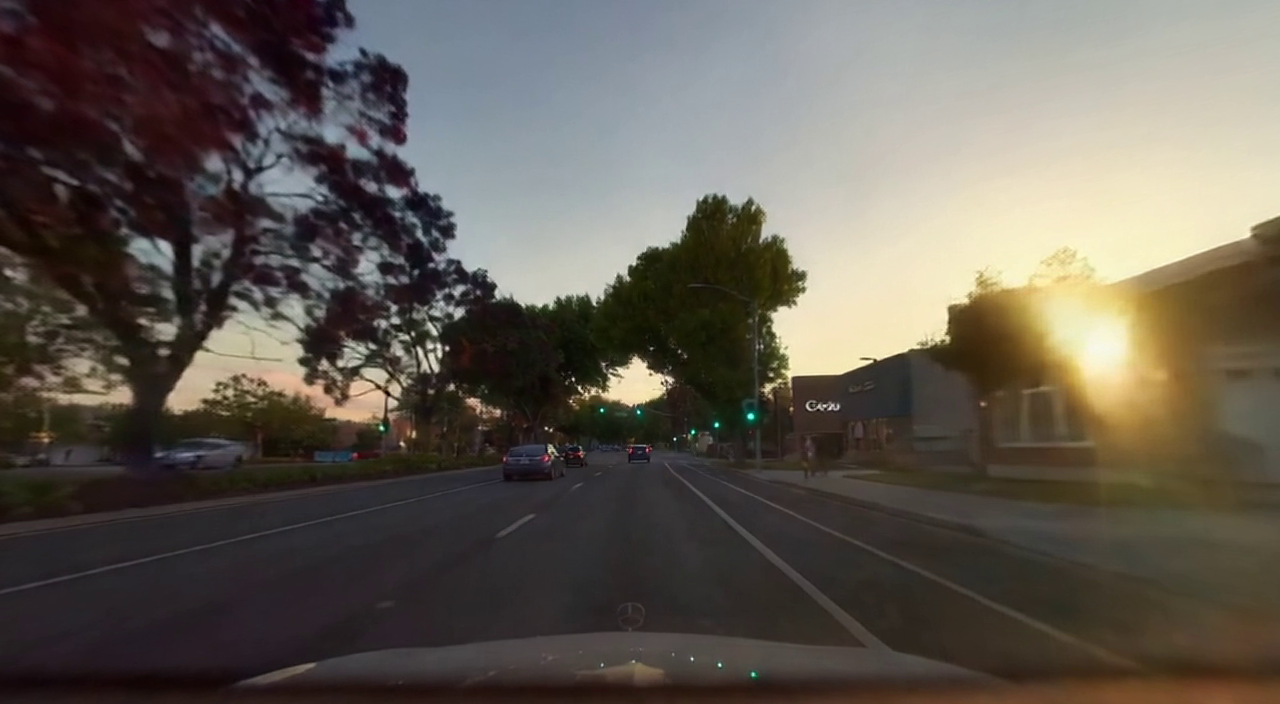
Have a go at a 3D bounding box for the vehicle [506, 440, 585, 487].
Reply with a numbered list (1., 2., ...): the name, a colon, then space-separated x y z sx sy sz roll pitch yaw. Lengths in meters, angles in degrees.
1. vehicle: -3.223 3.894 22.395 2.015 1.470 4.458 0 -8 1

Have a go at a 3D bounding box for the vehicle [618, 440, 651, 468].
1. vehicle: -0.360 6.987 43.368 2.153 1.764 4.047 0 -8 0

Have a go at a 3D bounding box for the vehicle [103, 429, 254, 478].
1. vehicle: -20.523 4.540 28.476 2.226 1.987 5.777 0 -8 3
